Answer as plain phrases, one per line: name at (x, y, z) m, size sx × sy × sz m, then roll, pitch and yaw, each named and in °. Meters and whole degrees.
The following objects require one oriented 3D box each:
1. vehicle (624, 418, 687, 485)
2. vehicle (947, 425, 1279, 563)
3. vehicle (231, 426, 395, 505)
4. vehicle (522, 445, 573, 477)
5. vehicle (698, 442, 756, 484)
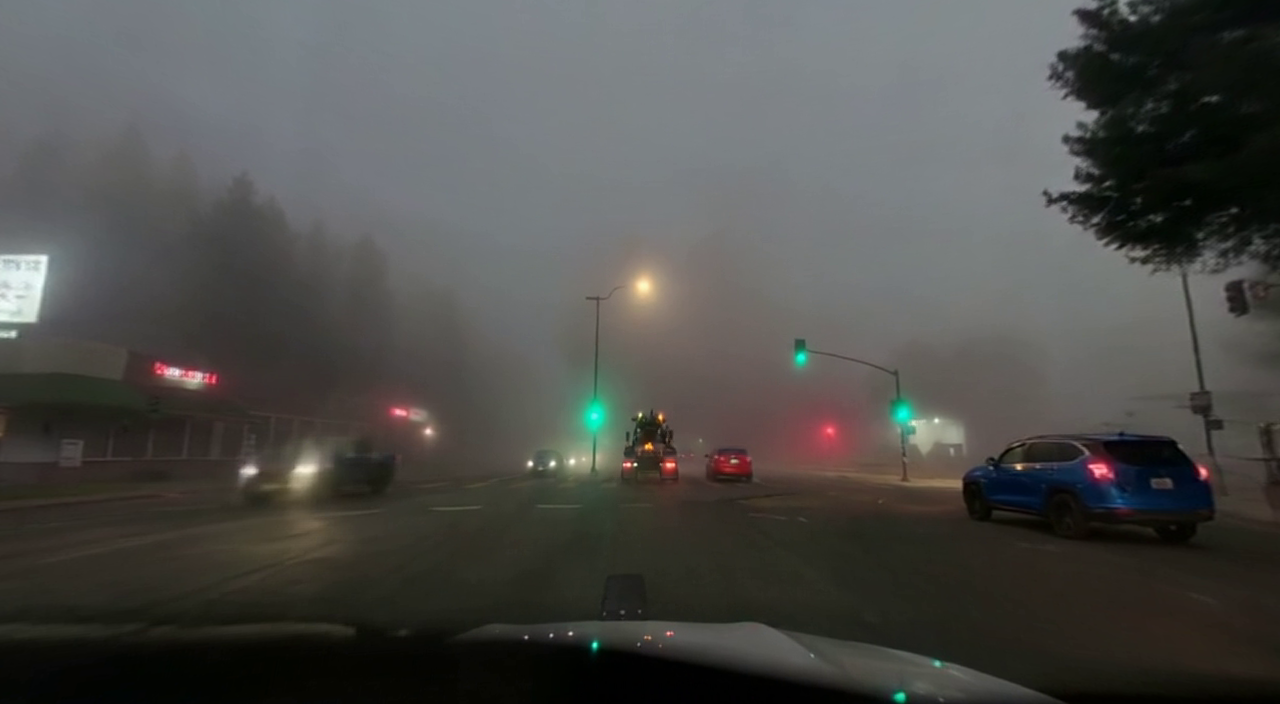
vehicle at (0.547, 4.502, 28.775) m, size 2.566 × 2.705 × 6.350 m, roll 0°, pitch -8°, yaw -1°
vehicle at (7.050, 2.092, 10.094) m, size 1.982 × 1.698 × 4.408 m, roll 0°, pitch -8°, yaw 0°
vehicle at (-8.712, 3.055, 17.387) m, size 2.020 × 1.864 × 4.634 m, roll 0°, pitch -8°, yaw 0°
vehicle at (-4.624, 5.513, 32.066) m, size 2.001 × 1.518 × 4.316 m, roll 0°, pitch -8°, yaw -1°
vehicle at (3.855, 4.990, 28.677) m, size 2.025 × 1.754 × 4.311 m, roll 0°, pitch -9°, yaw 0°
